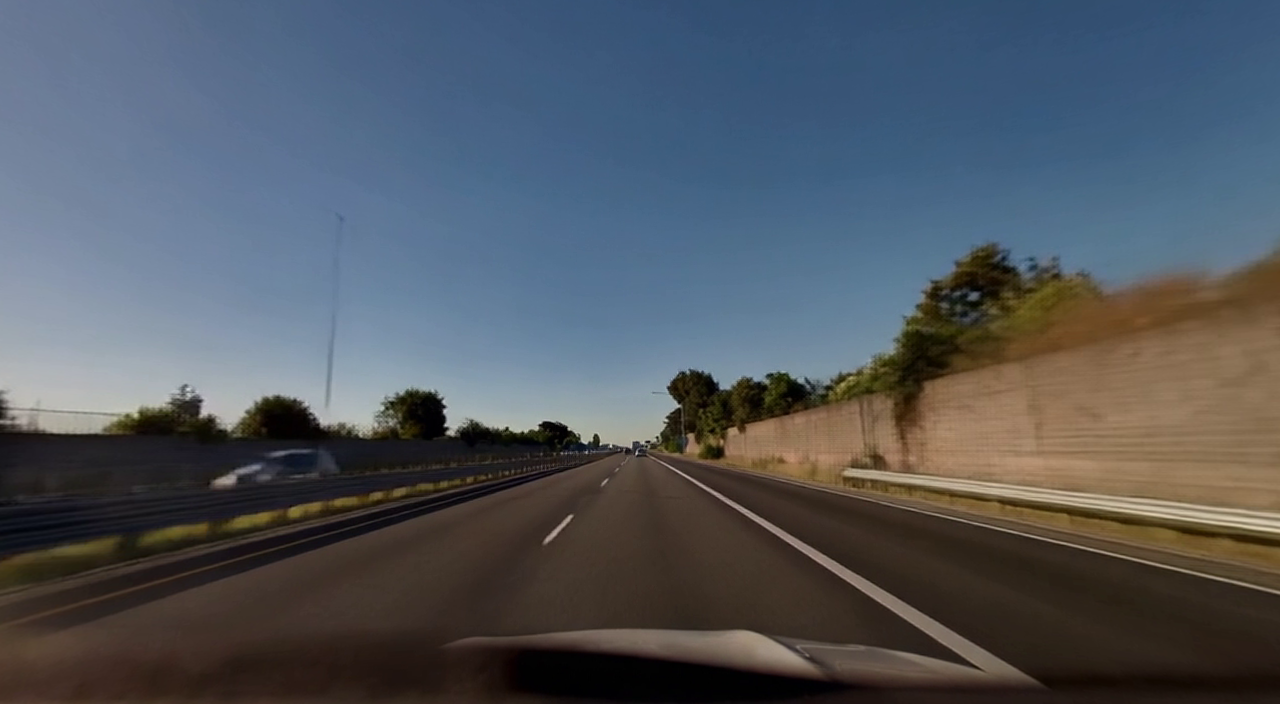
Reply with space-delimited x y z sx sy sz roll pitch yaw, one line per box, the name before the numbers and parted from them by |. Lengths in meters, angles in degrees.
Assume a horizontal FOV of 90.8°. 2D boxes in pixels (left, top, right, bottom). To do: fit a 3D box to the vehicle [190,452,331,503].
vehicle | -12.346 4.076 20.928 1.944 1.473 4.398 0 -9 0
